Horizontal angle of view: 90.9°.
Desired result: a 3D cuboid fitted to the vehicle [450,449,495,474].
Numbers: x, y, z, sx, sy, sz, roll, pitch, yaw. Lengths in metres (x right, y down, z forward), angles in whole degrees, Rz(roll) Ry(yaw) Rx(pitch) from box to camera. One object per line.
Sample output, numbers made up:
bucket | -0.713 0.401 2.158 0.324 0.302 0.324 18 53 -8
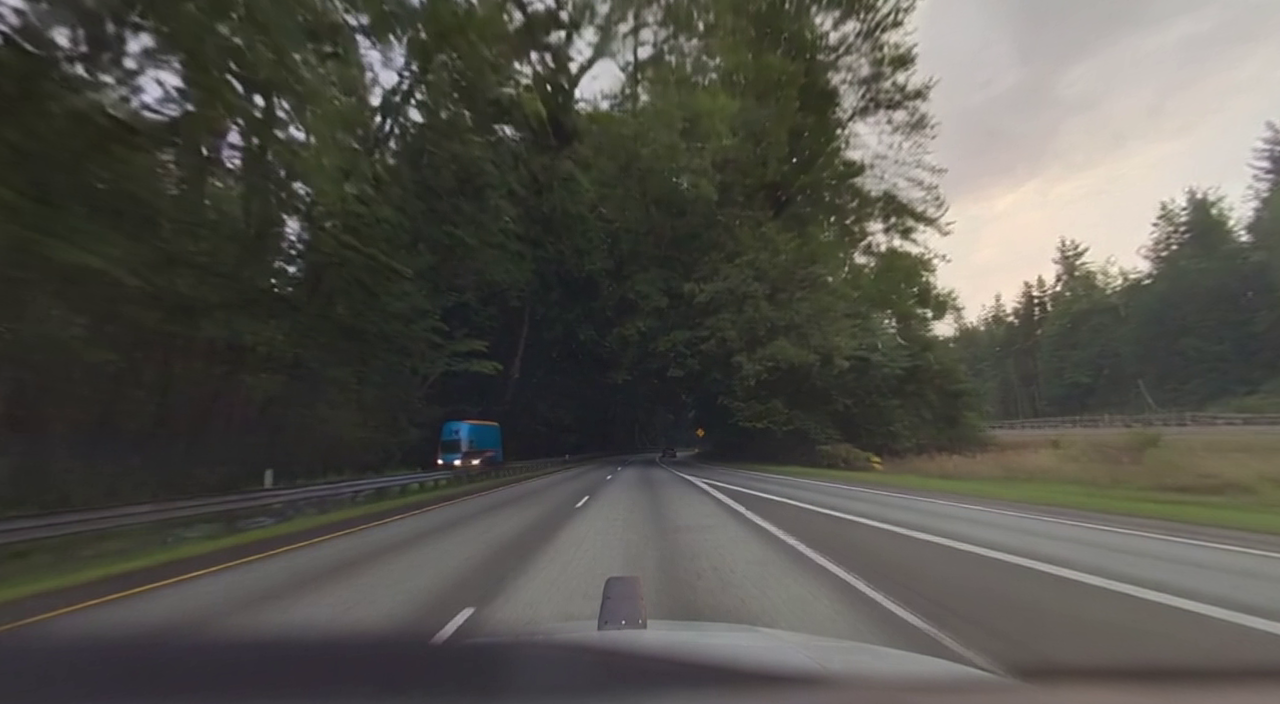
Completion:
vehicle | -10.306 6.781 39.051 1.696 1.442 3.589 0 -9 1
